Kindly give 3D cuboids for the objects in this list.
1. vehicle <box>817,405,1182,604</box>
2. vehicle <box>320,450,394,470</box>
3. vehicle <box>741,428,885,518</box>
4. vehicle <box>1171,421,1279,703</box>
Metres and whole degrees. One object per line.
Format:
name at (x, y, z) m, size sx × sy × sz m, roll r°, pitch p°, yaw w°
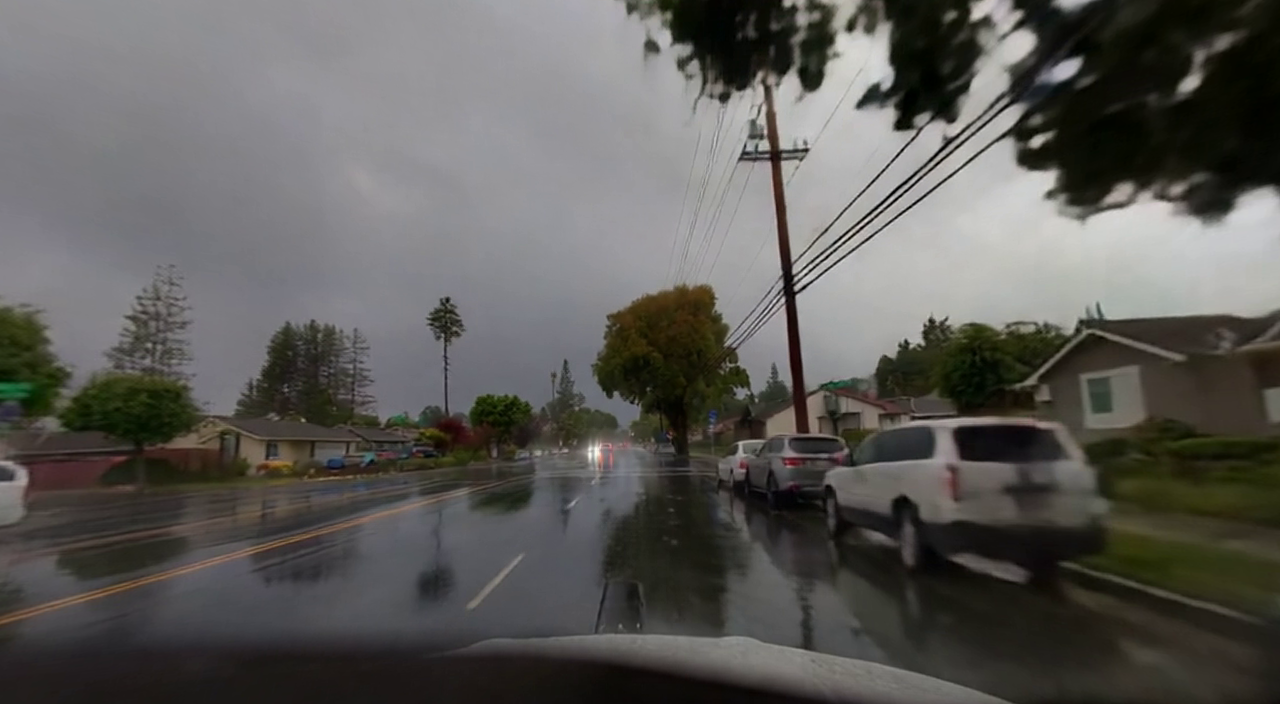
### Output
vehicle at (3.750, 1.641, 7.671) m, size 1.852 × 1.715 × 4.110 m, roll 0°, pitch -9°, yaw -2°
vehicle at (-21.895, 8.357, 48.934) m, size 4.728 × 1.536 × 2.006 m, roll 0°, pitch -8°, yaw 0°
vehicle at (3.687, 2.657, 14.409) m, size 1.948 × 1.713 × 4.479 m, roll 0°, pitch -8°, yaw -1°
vehicle at (3.796, 0.771, 0.922) m, size 1.865 × 1.477 × 4.741 m, roll 0°, pitch -8°, yaw -1°
